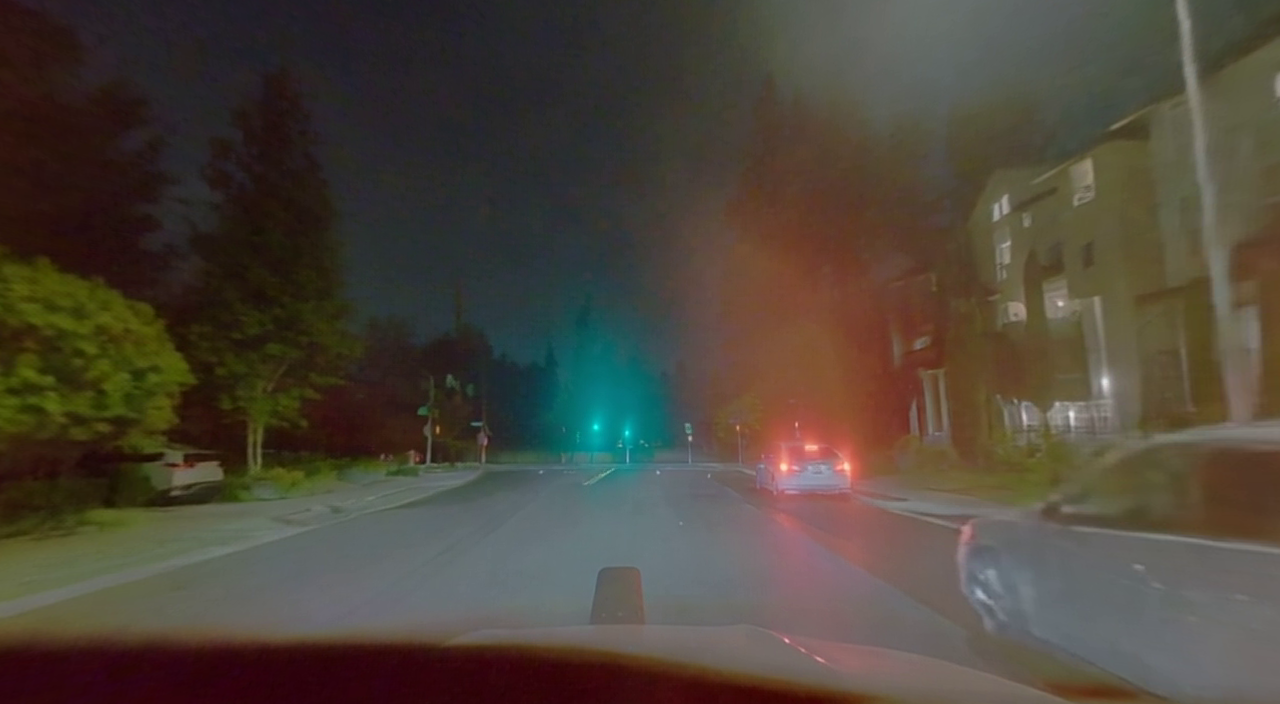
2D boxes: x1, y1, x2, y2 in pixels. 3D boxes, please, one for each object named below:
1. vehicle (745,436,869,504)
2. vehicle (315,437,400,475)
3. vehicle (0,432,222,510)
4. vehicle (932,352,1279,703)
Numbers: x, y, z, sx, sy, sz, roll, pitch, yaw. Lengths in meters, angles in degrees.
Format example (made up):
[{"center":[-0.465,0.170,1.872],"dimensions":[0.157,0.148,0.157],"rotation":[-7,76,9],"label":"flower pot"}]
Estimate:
[{"center":[4.091,2.954,16.370],"dimensions":[2.065,1.478,4.828],"rotation":[0,-8,2],"label":"vehicle"},{"center":[-13.313,4.927,30.057],"dimensions":[2.003,1.637,4.297],"rotation":[0,-8,0],"label":"vehicle"},{"center":[-13.632,3.001,16.192],"dimensions":[4.379,1.822,2.038],"rotation":[-1,-8,3],"label":"vehicle"},{"center":[3.089,0.838,2.248],"dimensions":[2.037,1.595,4.536],"rotation":[0,-8,2],"label":"vehicle"}]
